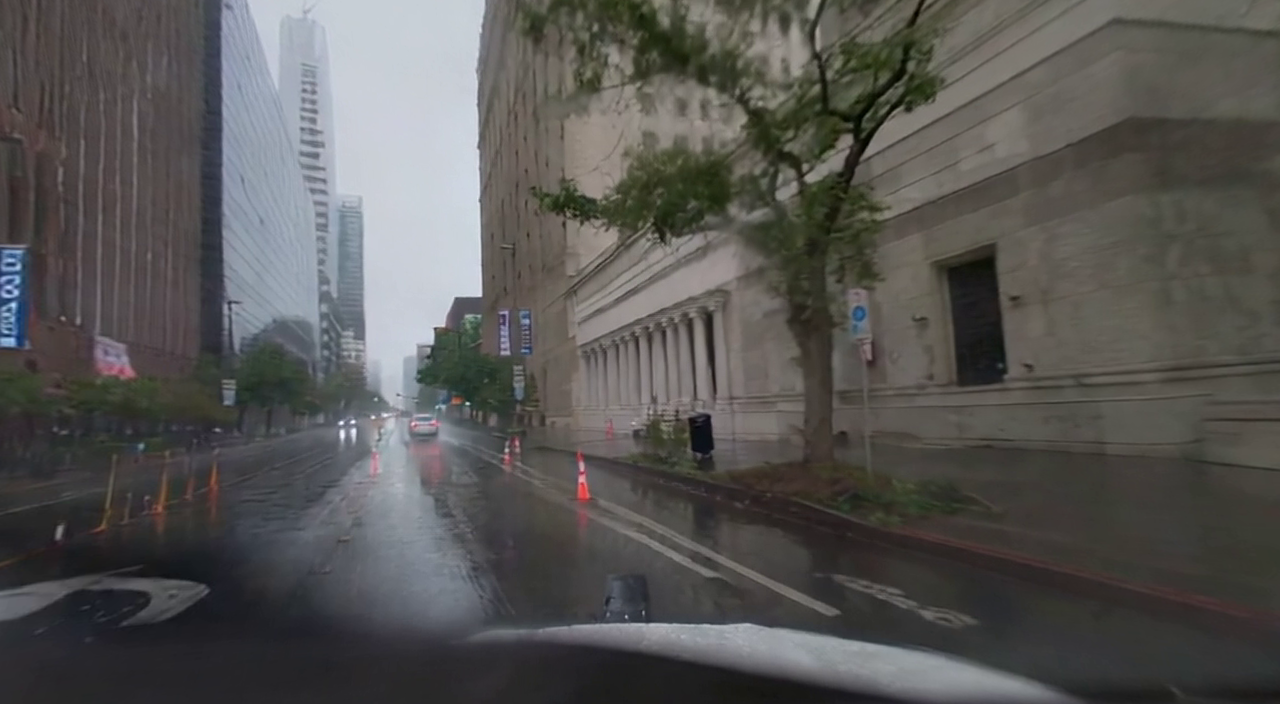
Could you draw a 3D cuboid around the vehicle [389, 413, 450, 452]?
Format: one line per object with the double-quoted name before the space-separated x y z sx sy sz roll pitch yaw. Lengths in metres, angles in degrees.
"vehicle" -9.533 3.428 27.017 2.216 1.492 4.725 2 -8 -22
